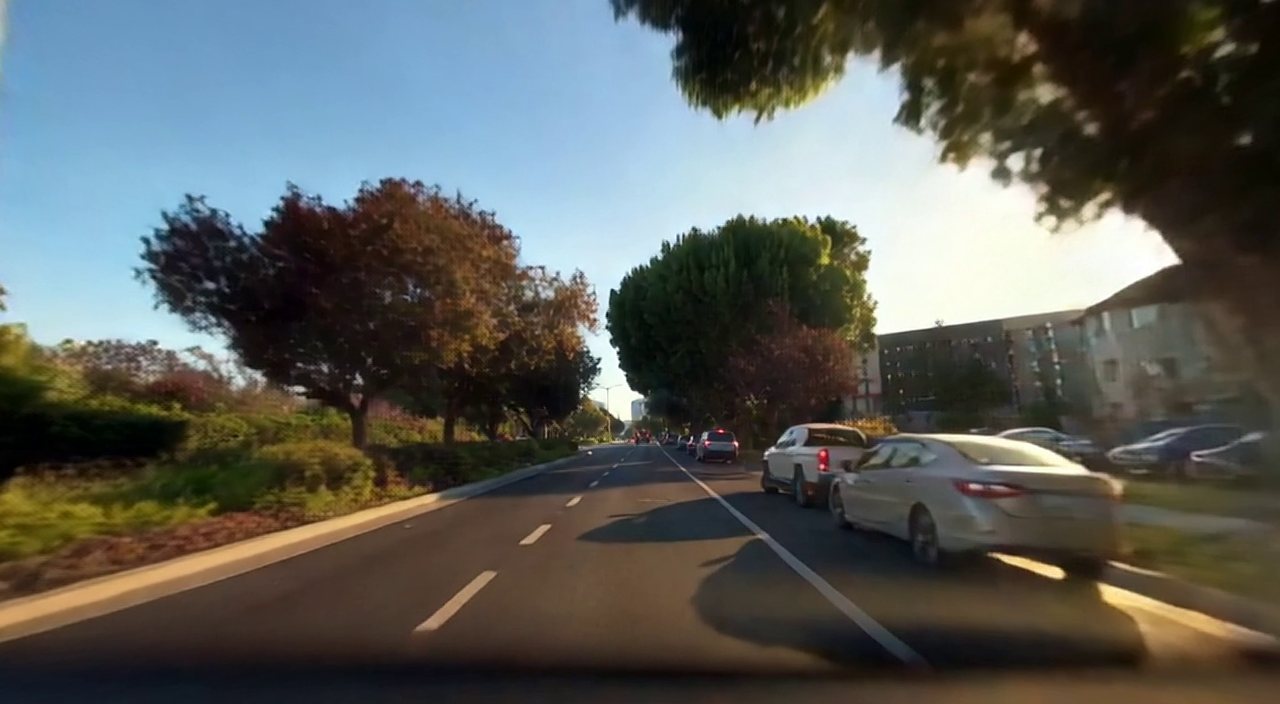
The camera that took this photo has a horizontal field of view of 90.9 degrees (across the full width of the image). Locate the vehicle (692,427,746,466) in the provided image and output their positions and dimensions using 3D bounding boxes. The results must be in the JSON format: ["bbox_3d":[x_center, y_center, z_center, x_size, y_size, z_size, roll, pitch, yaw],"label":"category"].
[{"bbox_3d":[4.161,5.046,33.876,2.226,1.889,4.543,0,-8,-1],"label":"vehicle"}]

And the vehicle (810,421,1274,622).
[{"bbox_3d":[3.638,1.587,7.084,2.068,1.461,4.653,0,-8,-1],"label":"vehicle"}]
